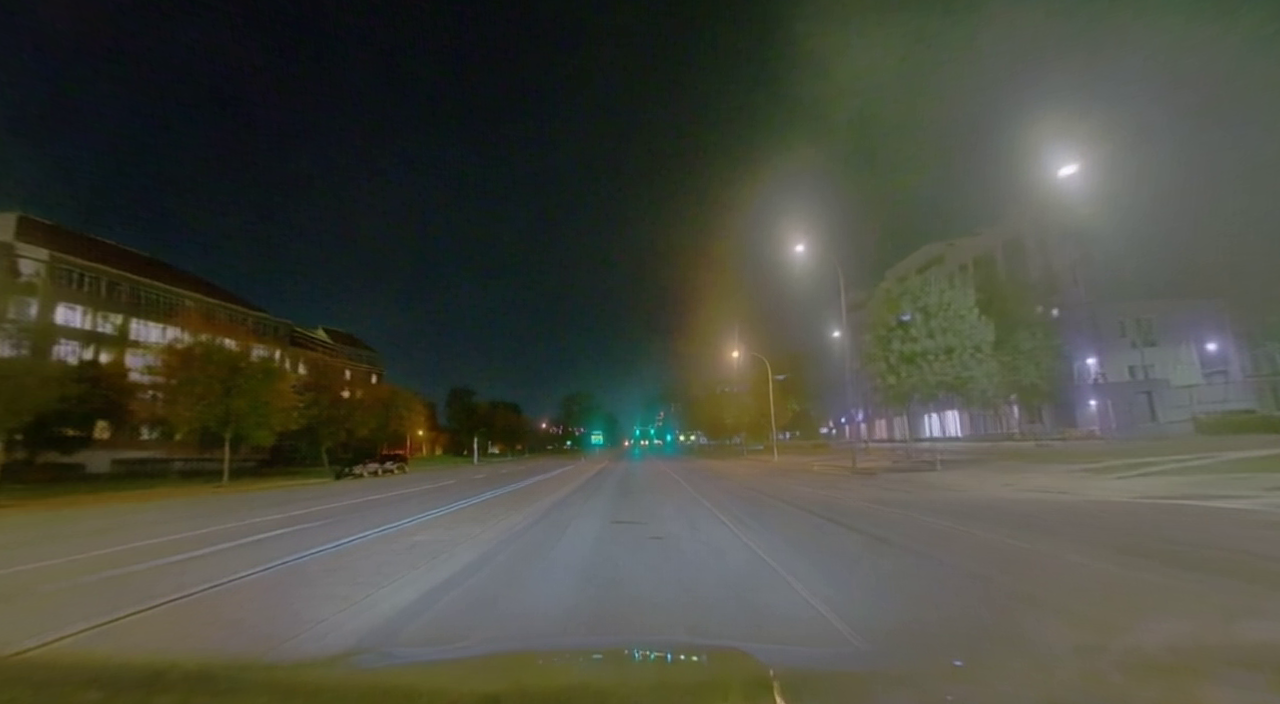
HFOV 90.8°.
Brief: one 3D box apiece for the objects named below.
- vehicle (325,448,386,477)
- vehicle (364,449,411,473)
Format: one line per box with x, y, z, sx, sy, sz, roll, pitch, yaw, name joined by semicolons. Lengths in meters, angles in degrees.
-19.509;7.553;43.576;2.255;1.848;4.617;0;-8;-2;vehicle
-19.679;8.523;49.450;1.965;1.665;4.577;-2;-9;-2;vehicle
